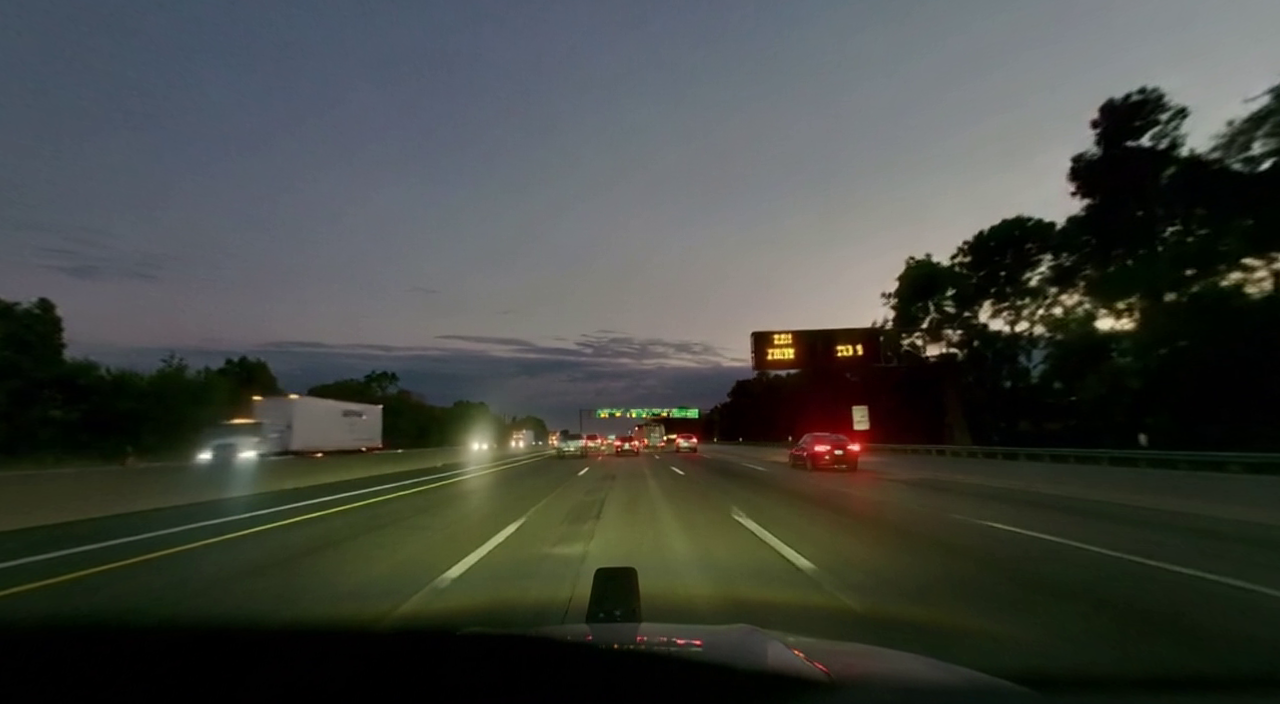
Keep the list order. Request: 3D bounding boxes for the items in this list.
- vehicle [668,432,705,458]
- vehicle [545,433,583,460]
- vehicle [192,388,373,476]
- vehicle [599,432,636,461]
[{"bbox_3d":[3.096,6.254,42.518,2.066,1.673,4.225,0,-8,-2],"label":"vehicle"},{"bbox_3d":[-5.015,6.257,41.802,2.046,1.658,4.008,0,-8,-1],"label":"vehicle"},{"bbox_3d":[-17.946,4.245,33.081,2.834,3.807,11.612,0,-8,-1],"label":"vehicle"},{"bbox_3d":[-1.347,5.677,37.989,2.119,1.629,3.946,0,-8,-1],"label":"vehicle"}]
